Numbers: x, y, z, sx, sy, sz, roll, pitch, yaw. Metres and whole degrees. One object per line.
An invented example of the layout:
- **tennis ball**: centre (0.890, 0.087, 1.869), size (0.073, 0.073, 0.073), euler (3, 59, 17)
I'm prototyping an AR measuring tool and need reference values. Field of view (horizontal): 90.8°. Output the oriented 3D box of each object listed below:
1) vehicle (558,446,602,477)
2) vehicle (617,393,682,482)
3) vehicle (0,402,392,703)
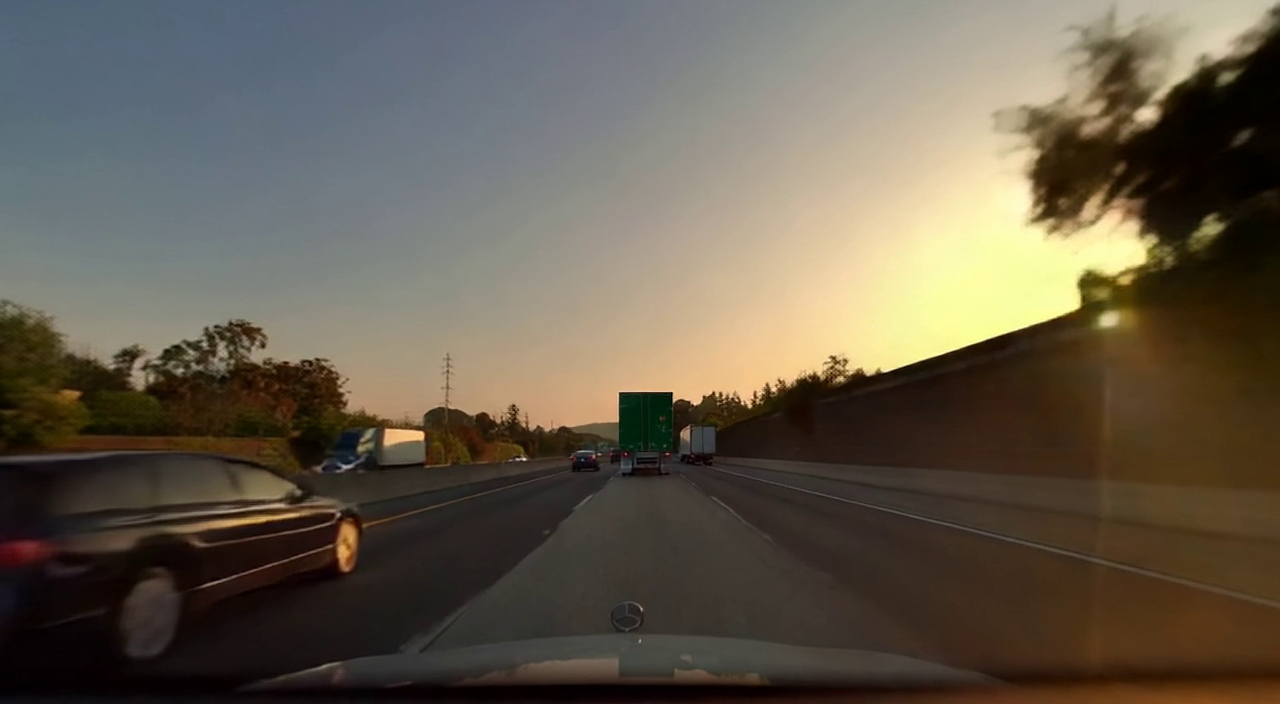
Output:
- **vehicle**: centre (-3.418, 6.354, 36.872), size (2.173, 1.657, 4.401), euler (0, -9, -1)
- **vehicle**: centre (0.391, 4.753, 34.299), size (2.932, 4.042, 11.054), euler (0, -9, 0)
- **vehicle**: centre (-3.736, 1.293, 4.732), size (2.050, 1.517, 3.996), euler (0, -9, 1)
